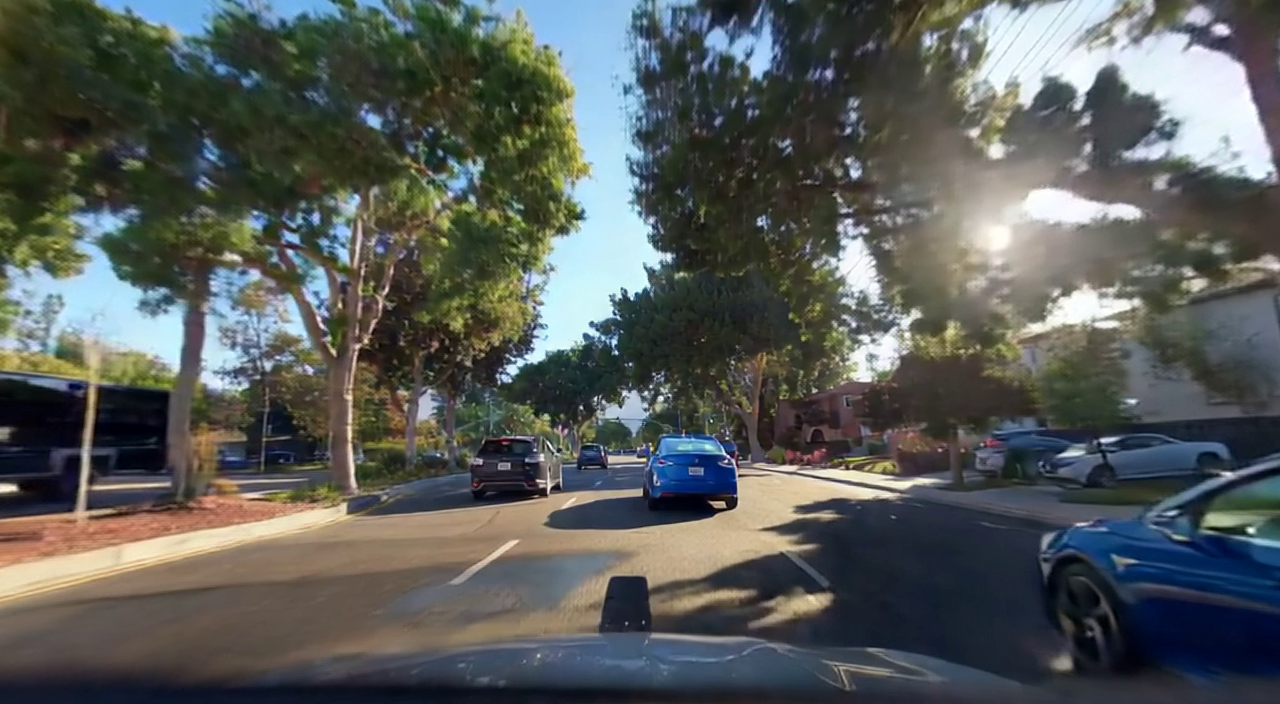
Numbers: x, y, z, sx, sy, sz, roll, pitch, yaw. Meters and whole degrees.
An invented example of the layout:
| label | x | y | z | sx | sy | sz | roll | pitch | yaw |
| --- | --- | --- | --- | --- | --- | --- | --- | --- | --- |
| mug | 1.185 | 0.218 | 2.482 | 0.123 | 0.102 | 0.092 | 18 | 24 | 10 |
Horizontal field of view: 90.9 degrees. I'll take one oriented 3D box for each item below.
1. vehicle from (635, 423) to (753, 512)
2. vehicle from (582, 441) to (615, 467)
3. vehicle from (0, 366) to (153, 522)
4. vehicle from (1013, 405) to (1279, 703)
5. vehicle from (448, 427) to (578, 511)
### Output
| label | x | y | z | sx | sy | sz | roll | pitch | yaw |
| --- | --- | --- | --- | --- | --- | --- | --- | --- | --- |
| vehicle | 1.062 | 2.660 | 14.859 | 2.280 | 1.747 | 4.361 | 1 | -9 | -2 |
| vehicle | -2.880 | 7.205 | 44.513 | 2.014 | 1.755 | 4.360 | 0 | -9 | 1 |
| vehicle | -15.123 | 1.789 | 12.351 | 2.901 | 3.276 | 9.720 | 0 | -9 | 3 |
| vehicle | 3.580 | 0.887 | 1.999 | 2.017 | 1.491 | 4.611 | 0 | -9 | 1 |
| vehicle | -2.802 | 2.736 | 15.128 | 2.043 | 1.687 | 4.676 | 0 | -9 | 1 |
